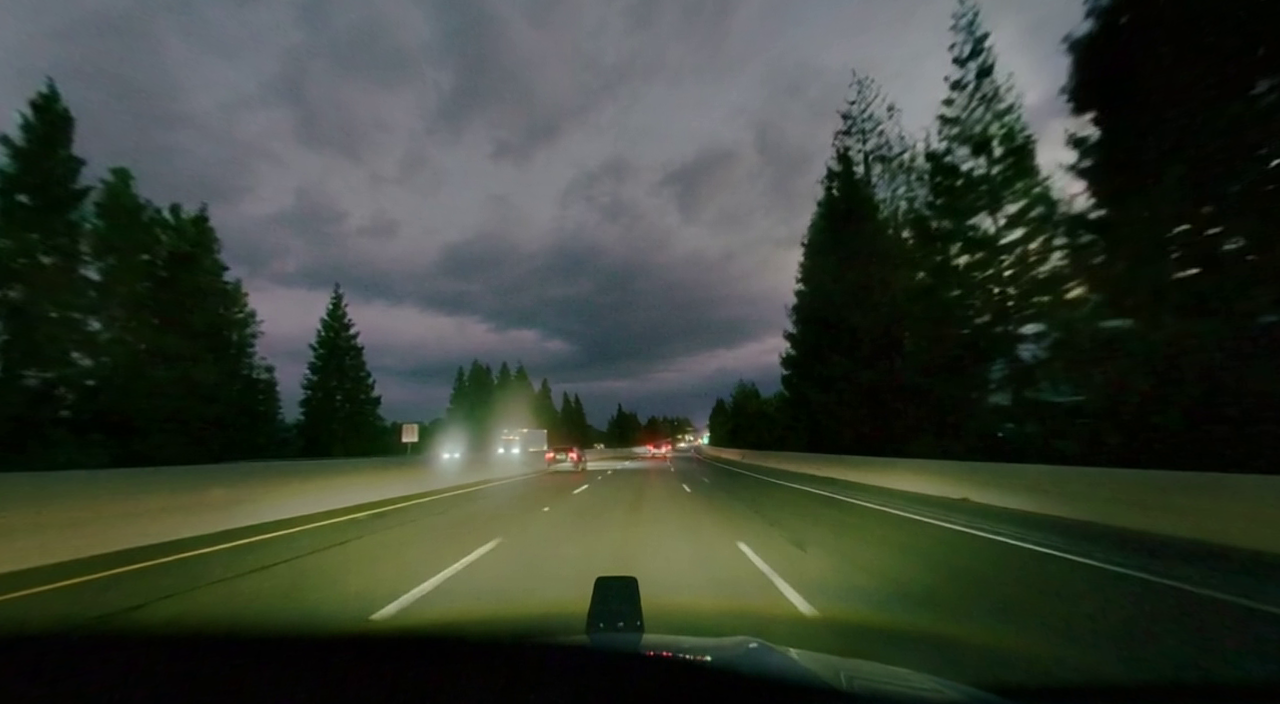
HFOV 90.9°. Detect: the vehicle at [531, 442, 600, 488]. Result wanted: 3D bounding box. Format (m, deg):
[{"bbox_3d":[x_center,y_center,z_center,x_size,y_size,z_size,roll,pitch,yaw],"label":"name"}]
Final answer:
[{"bbox_3d":[-2.708,4.245,23.920,1.959,1.571,4.313,-1,-9,2],"label":"vehicle"}]
